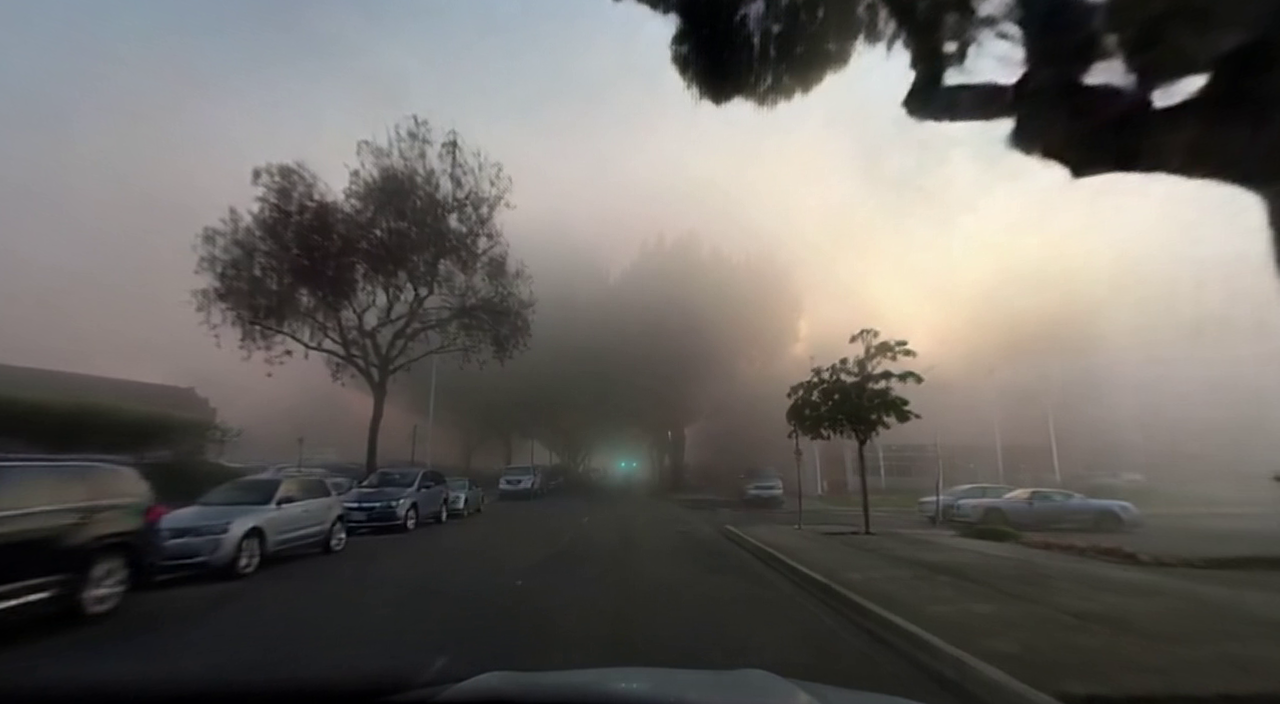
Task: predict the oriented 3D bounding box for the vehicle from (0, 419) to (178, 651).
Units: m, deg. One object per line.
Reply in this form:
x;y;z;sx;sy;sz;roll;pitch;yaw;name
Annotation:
-5.644;1.356;4.314;1.848;1.683;4.208;-4;-8;-1;vehicle

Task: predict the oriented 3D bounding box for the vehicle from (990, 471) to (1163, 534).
13.257;4.566;19.499;1.880;1.644;4.110;3;-10;-12;vehicle

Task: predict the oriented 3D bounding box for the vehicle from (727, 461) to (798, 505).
5.383;5.866;28.454;2.054;1.779;4.650;1;-11;-3;vehicle

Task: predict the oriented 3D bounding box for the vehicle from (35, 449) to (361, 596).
-5.805;2.278;9.071;1.820;1.578;4.043;1;-11;-2;vehicle

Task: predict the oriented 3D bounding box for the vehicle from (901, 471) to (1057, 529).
10.045;4.429;19.203;1.926;1.469;4.654;2;-11;-4;vehicle

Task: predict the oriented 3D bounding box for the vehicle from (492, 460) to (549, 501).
-6.323;6.889;33.995;2.196;2.001;5.548;1;-11;-3;vehicle

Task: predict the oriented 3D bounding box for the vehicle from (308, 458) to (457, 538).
-6.079;3.500;15.524;1.957;1.634;4.164;1;-11;-2;vehicle
